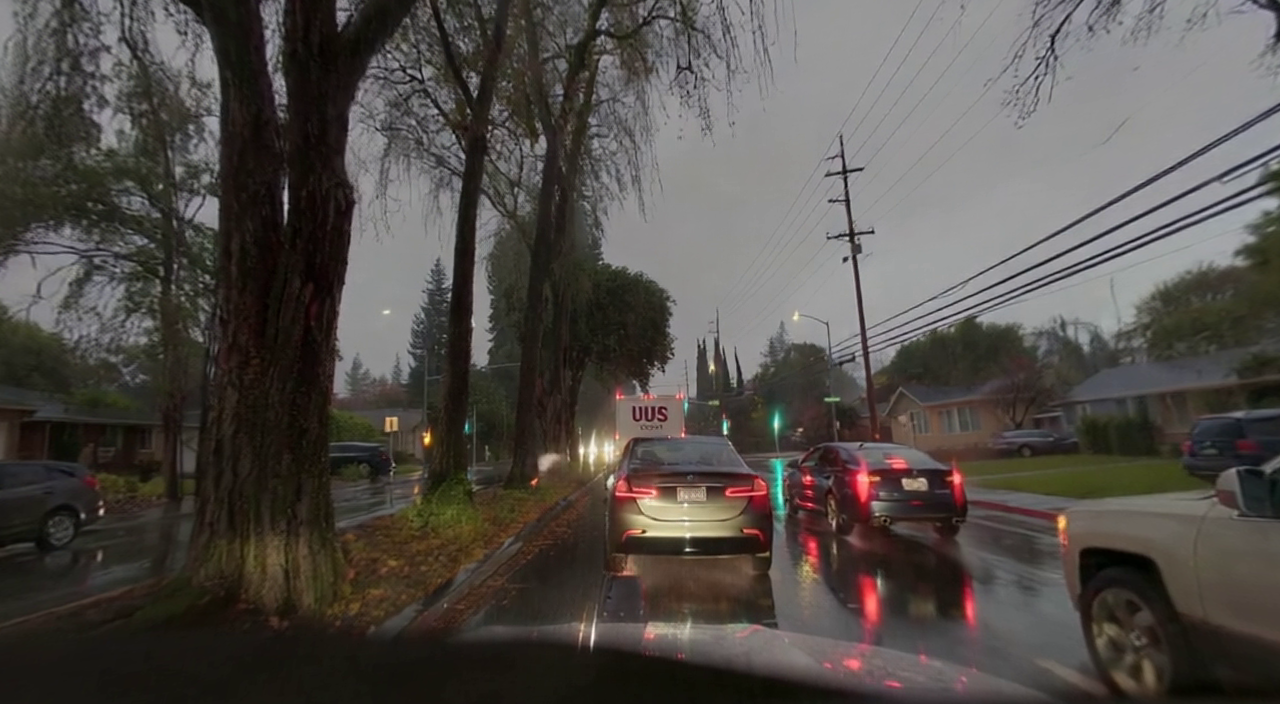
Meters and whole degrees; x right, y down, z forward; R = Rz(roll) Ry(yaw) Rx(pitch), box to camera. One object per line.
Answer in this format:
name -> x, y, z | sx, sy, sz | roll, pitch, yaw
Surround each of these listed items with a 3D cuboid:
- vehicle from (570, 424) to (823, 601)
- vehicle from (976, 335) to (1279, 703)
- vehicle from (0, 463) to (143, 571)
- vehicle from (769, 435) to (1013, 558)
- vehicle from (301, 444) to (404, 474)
vehicle -> 0.483, 1.705, 7.629 | 2.158, 1.499, 4.377 | 0, -8, 0
vehicle -> 3.313, 0.747, 1.836 | 2.069, 1.722, 4.888 | 0, -8, 2
vehicle -> -10.344, 2.482, 9.376 | 1.925, 1.482, 4.753 | 0, -8, 1
vehicle -> 3.520, 2.093, 9.921 | 1.993, 1.479, 4.487 | 0, -8, 0
vehicle -> -17.422, 6.484, 38.189 | 5.274, 1.793, 1.921 | 0, -8, 2
